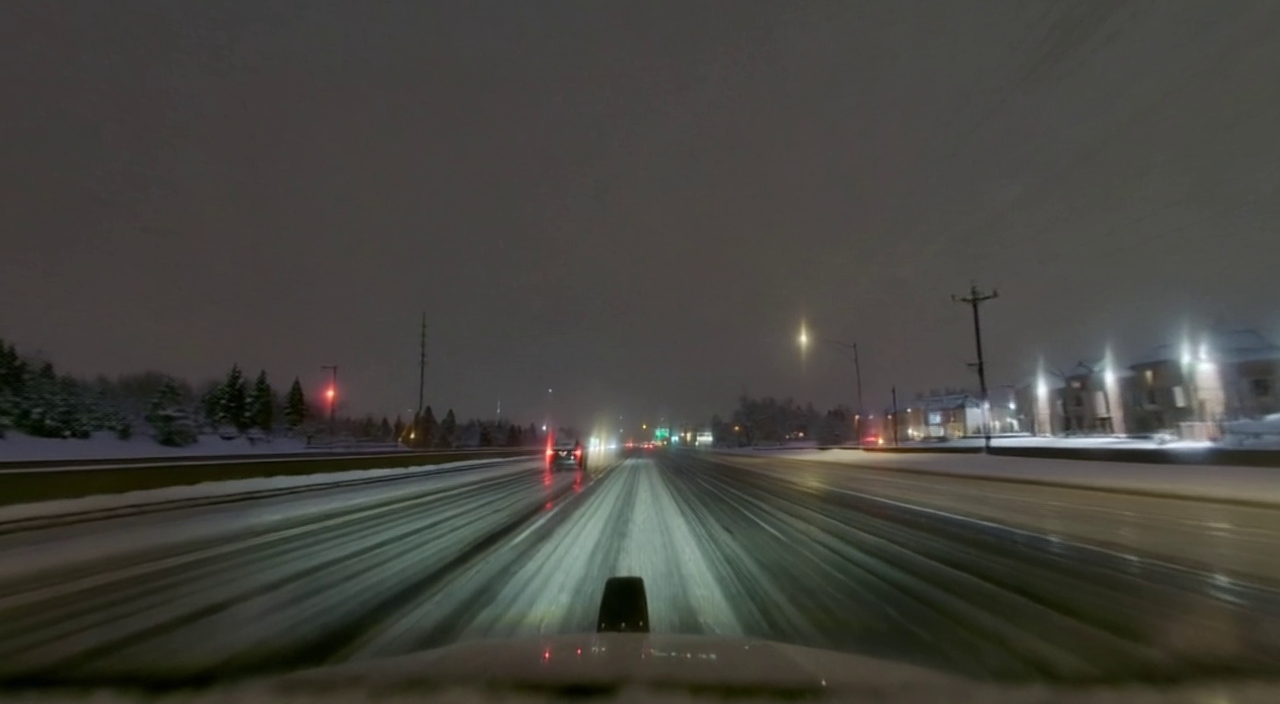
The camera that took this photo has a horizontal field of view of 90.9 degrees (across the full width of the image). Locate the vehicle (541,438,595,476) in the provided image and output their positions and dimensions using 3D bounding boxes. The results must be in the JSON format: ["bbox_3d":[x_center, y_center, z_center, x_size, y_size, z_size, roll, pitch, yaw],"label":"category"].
[{"bbox_3d":[-3.451,5.140,31.141,2.072,1.706,4.359,0,-8,1],"label":"vehicle"}]
